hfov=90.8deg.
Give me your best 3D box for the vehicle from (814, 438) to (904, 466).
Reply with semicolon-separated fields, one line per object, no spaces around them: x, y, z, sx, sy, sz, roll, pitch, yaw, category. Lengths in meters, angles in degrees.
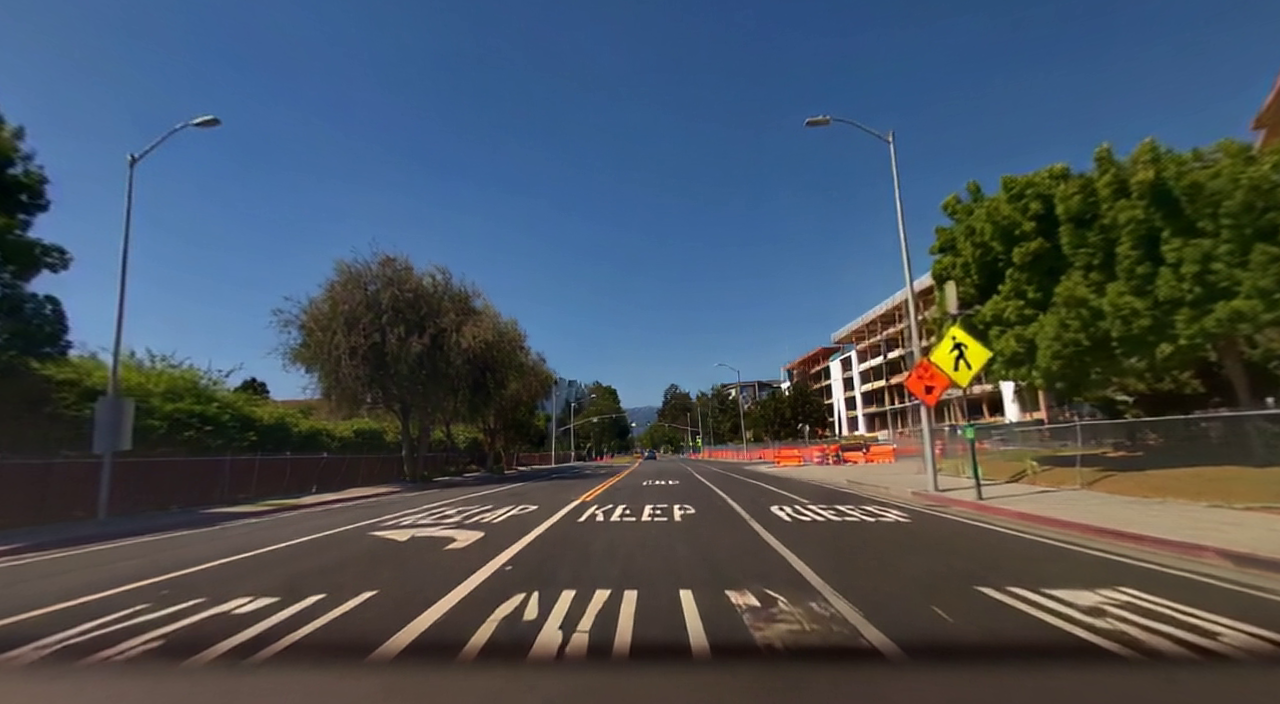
11.909;5.481;34.637;4.251;1.418;1.896;-1;-9;3;vehicle
